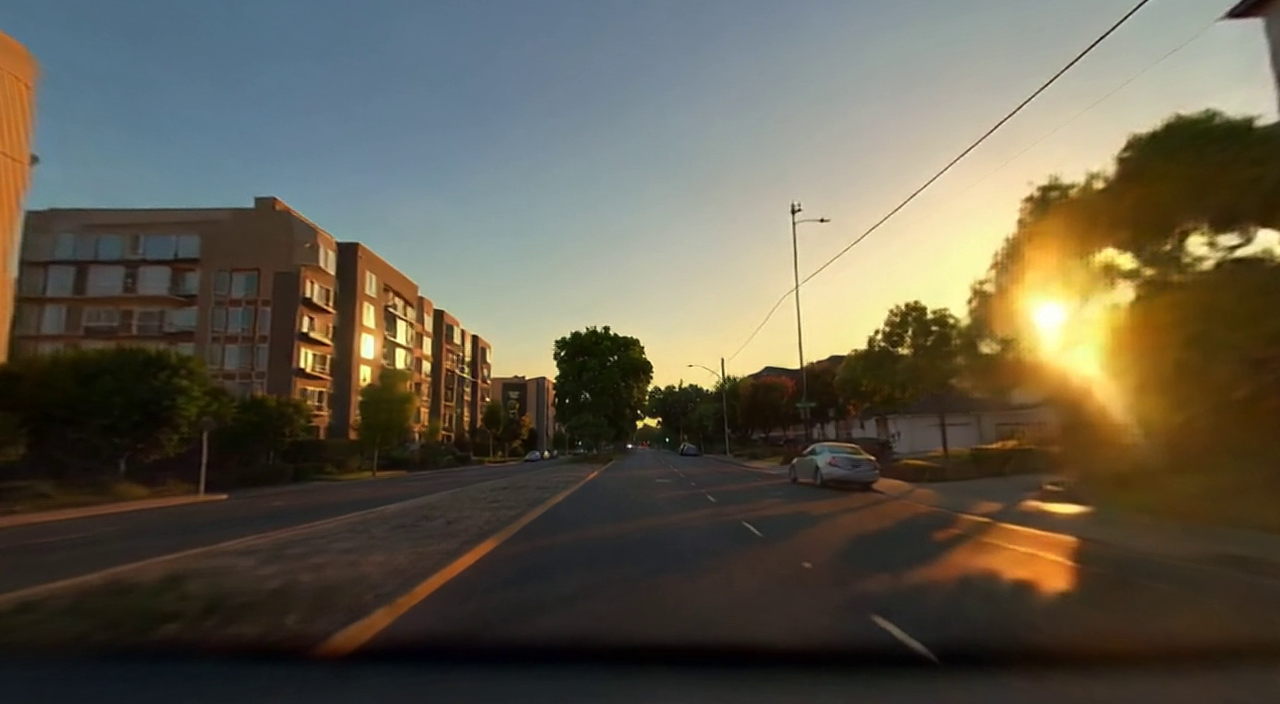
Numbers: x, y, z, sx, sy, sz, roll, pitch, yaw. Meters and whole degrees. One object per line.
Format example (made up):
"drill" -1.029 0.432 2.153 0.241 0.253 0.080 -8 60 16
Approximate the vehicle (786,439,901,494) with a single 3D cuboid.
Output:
"vehicle" 6.308 3.596 20.247 1.948 1.526 4.518 0 -9 -3
